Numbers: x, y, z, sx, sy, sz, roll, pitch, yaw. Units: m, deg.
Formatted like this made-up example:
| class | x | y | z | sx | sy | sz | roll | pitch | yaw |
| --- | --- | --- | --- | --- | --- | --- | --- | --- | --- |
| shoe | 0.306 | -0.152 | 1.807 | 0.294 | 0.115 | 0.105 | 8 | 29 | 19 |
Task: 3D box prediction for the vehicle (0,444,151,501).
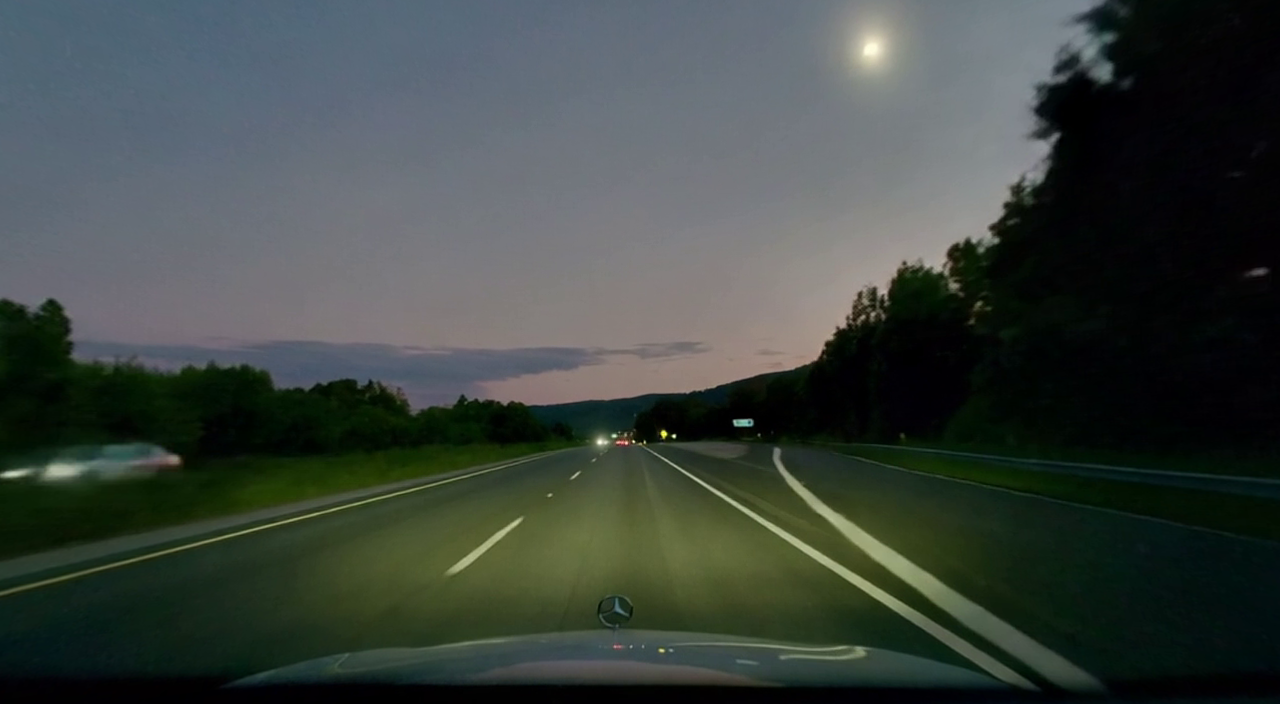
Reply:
| class | x | y | z | sx | sy | sz | roll | pitch | yaw |
| --- | --- | --- | --- | --- | --- | --- | --- | --- | --- |
| vehicle | -17.372 | 3.545 | 19.058 | 1.821 | 1.478 | 4.213 | 0 | -8 | -1 |
